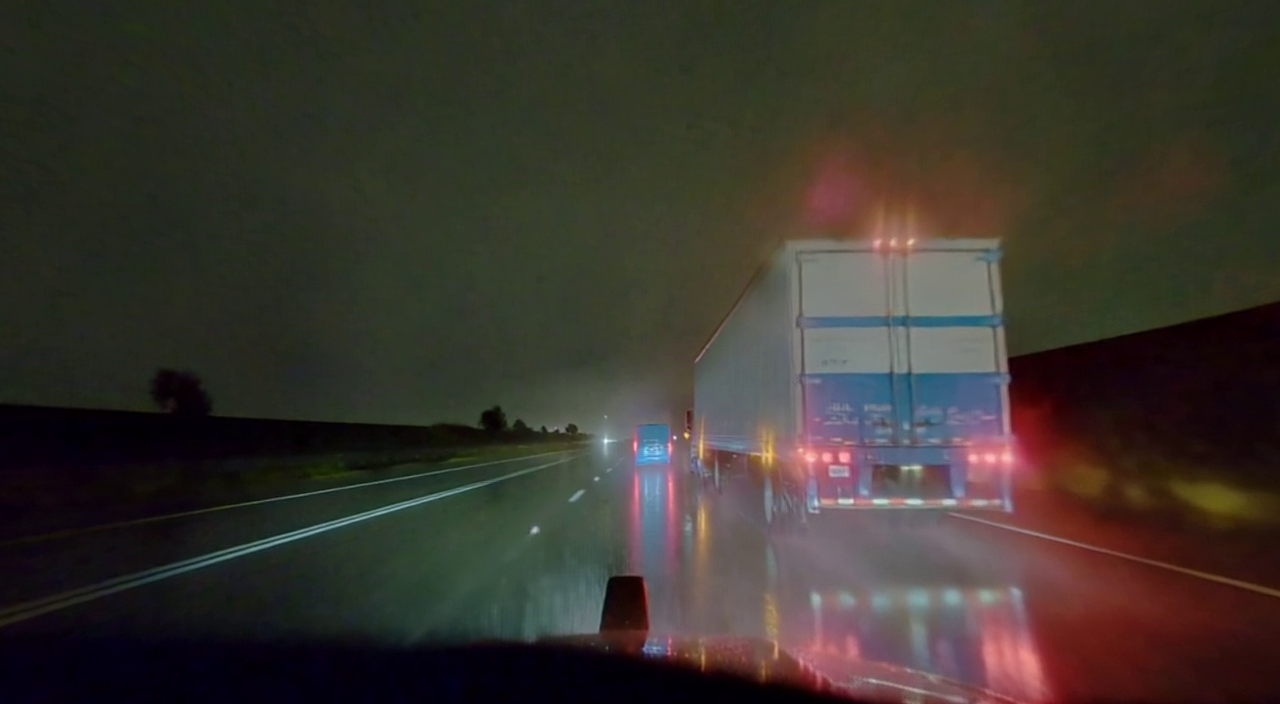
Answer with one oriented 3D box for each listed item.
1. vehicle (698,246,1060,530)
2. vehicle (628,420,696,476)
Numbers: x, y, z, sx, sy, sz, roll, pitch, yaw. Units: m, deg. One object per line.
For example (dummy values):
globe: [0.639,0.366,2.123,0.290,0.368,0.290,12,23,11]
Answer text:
vehicle: [4.238,1.652,17.697,3.892,4.216,16.830,0,-8,1]
vehicle: [0.837,3.789,25.041,2.469,2.027,4.554,0,-8,1]
